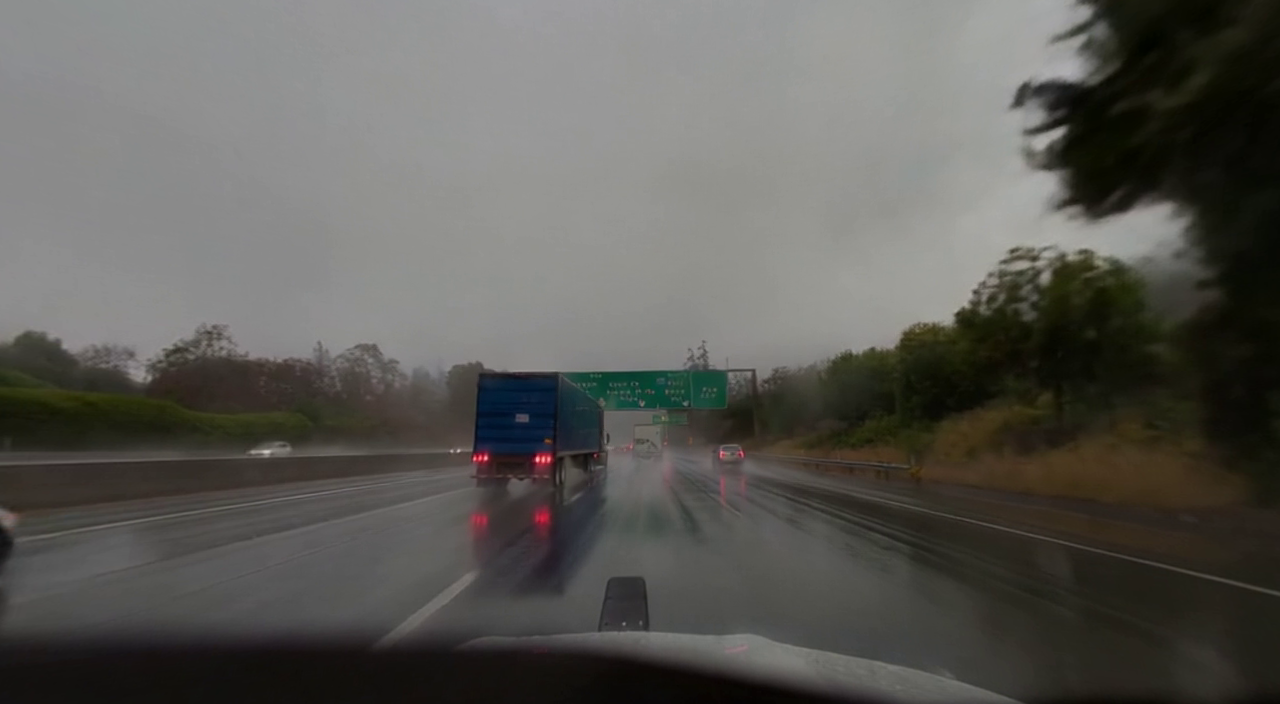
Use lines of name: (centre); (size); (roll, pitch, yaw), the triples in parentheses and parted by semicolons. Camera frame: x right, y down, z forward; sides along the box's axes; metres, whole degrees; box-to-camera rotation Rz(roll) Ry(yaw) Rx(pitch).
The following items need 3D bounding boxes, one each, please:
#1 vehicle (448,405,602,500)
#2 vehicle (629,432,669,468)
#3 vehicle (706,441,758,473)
vehicle: (-3.424, 3.769, 24.355); (2.854, 2.379, 16.653); (0, -8, 0)
vehicle: (0.588, 6.095, 39.348); (2.309, 2.023, 5.130); (-1, -8, 1)
vehicle: (4.646, 5.340, 32.320); (1.993, 1.474, 4.230); (0, -8, 0)
